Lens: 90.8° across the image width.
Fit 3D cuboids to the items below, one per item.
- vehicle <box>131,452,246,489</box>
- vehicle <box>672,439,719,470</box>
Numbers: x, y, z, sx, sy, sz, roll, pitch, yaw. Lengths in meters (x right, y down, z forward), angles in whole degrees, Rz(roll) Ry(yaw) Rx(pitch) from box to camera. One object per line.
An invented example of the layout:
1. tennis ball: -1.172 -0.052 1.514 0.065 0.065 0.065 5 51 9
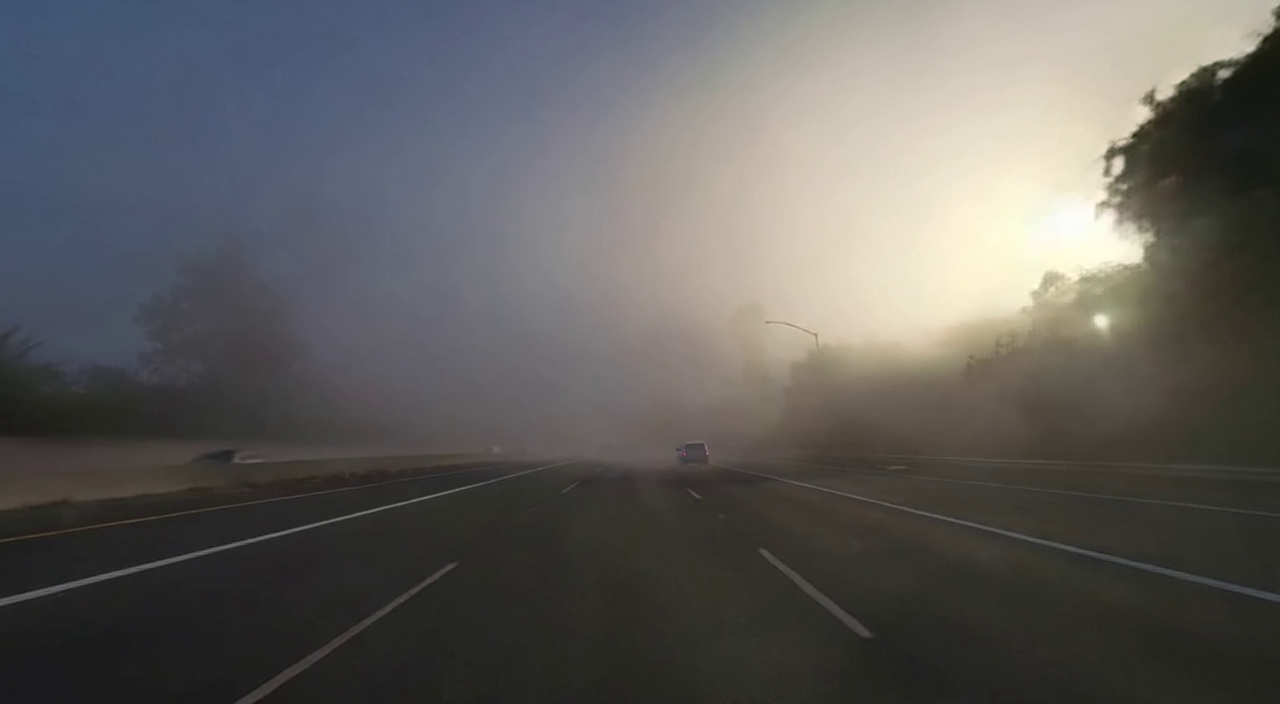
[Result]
1. vehicle: -19.710 5.154 27.829 1.851 1.458 4.336 0 -9 0
2. vehicle: 3.115 5.857 36.273 2.130 1.677 4.317 0 -9 -2
